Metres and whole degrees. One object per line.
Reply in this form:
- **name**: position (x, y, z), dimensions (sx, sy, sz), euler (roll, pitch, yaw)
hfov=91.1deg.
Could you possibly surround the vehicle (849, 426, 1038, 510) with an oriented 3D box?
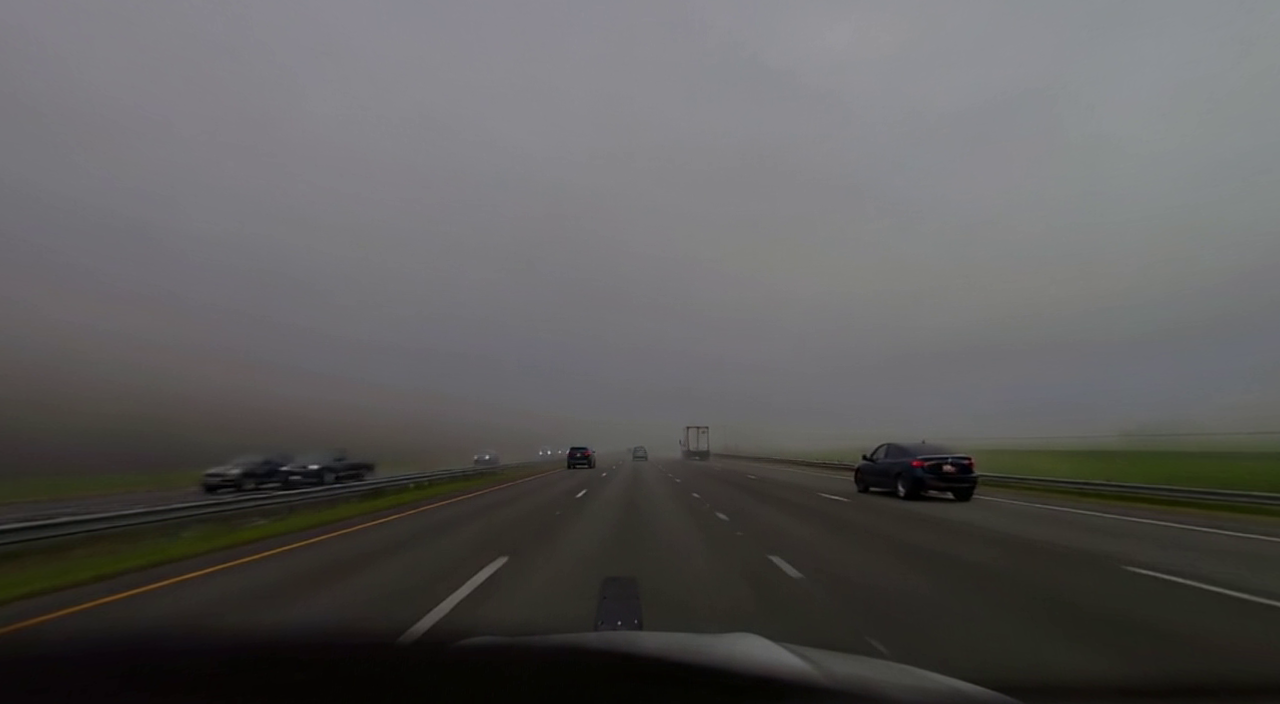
- **vehicle**: position (6.840, 2.679, 14.948), dimensions (2.069, 1.625, 4.832), euler (0, -9, 0)

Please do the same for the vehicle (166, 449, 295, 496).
- **vehicle**: position (-14.428, 4.234, 22.471), dimensions (1.901, 1.479, 4.043), euler (0, -9, -1)

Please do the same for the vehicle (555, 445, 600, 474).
- **vehicle**: position (-3.530, 6.180, 36.226), dimensions (2.160, 1.530, 4.500), euler (0, -9, 0)

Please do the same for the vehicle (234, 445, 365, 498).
- **vehicle**: position (-10.870, 3.808, 20.493), dimensions (1.886, 1.522, 4.284), euler (0, -9, 0)

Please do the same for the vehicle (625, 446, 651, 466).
- **vehicle**: position (-0.172, 8.192, 49.561), dimensions (1.922, 1.497, 3.949), euler (0, -9, 0)
